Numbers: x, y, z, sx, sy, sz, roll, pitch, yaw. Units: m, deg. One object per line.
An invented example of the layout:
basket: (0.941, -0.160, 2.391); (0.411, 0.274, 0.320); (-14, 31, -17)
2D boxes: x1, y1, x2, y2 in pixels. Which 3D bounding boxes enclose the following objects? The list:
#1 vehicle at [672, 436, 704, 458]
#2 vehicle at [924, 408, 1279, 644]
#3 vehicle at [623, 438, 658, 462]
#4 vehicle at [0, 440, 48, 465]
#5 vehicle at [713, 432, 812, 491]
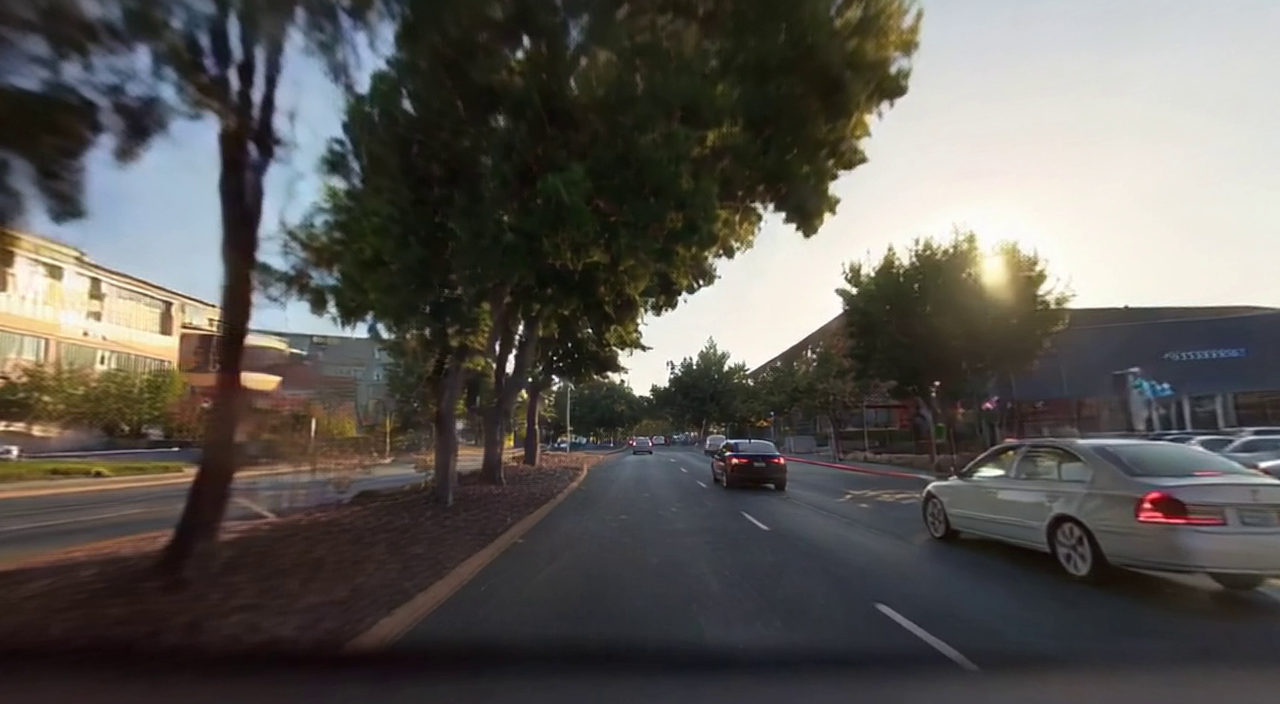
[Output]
vehicle: (3.697, 7.392, 49.046); (2.041, 1.611, 4.426); (0, -8, -1)
vehicle: (5.011, 1.415, 6.081); (2.098, 1.507, 4.655); (0, -8, -5)
vehicle: (-0.021, 6.196, 40.029); (2.095, 1.456, 3.873); (0, -8, -1)
vehicle: (-37.931, 5.983, 37.544); (3.747, 1.422, 1.643); (1, -9, -1)
vehicle: (3.483, 3.227, 18.954); (1.953, 1.514, 4.672); (0, -8, -1)
